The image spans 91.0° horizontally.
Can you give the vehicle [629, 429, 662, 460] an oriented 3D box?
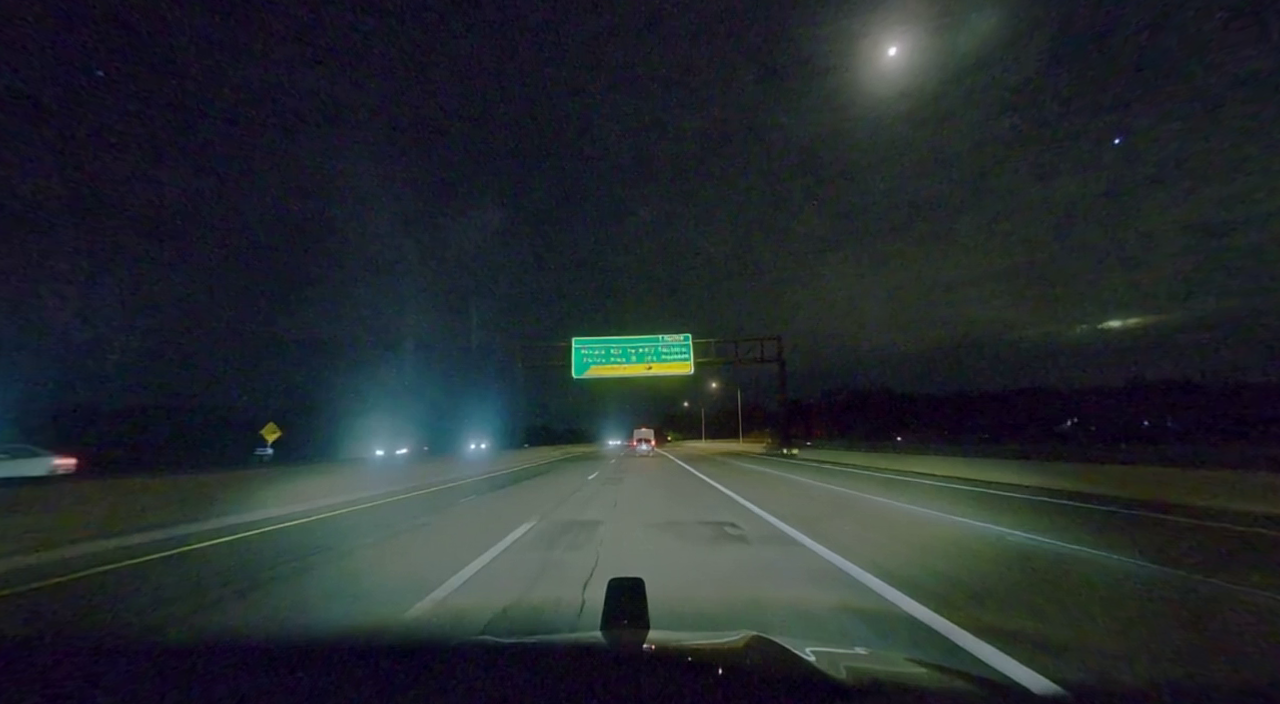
[{"bbox_3d":[0.419,6.777,46.016,2.277,2.109,4.922,0,-8,0],"label":"vehicle"}]
